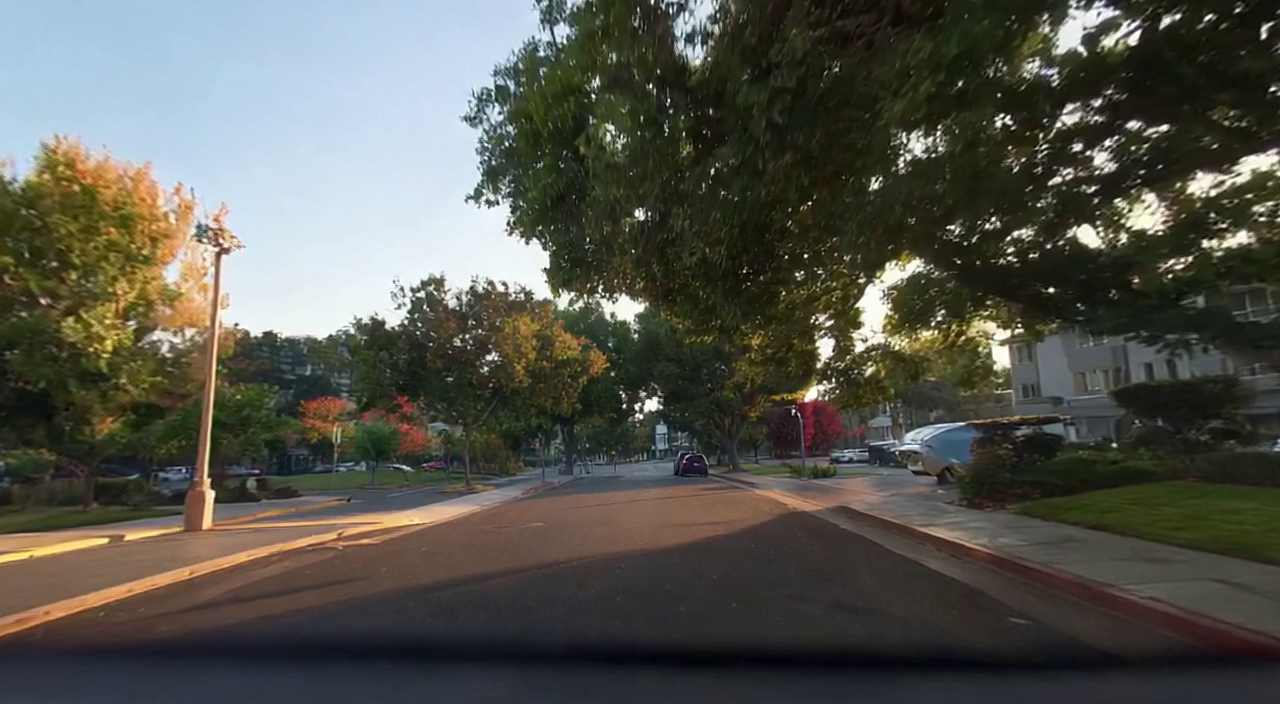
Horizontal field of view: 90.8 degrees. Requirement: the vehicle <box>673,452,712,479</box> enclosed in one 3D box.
[{"bbox_3d":[3.162,6.967,39.027,2.064,1.532,4.596,0,-8,1],"label":"vehicle"}]
